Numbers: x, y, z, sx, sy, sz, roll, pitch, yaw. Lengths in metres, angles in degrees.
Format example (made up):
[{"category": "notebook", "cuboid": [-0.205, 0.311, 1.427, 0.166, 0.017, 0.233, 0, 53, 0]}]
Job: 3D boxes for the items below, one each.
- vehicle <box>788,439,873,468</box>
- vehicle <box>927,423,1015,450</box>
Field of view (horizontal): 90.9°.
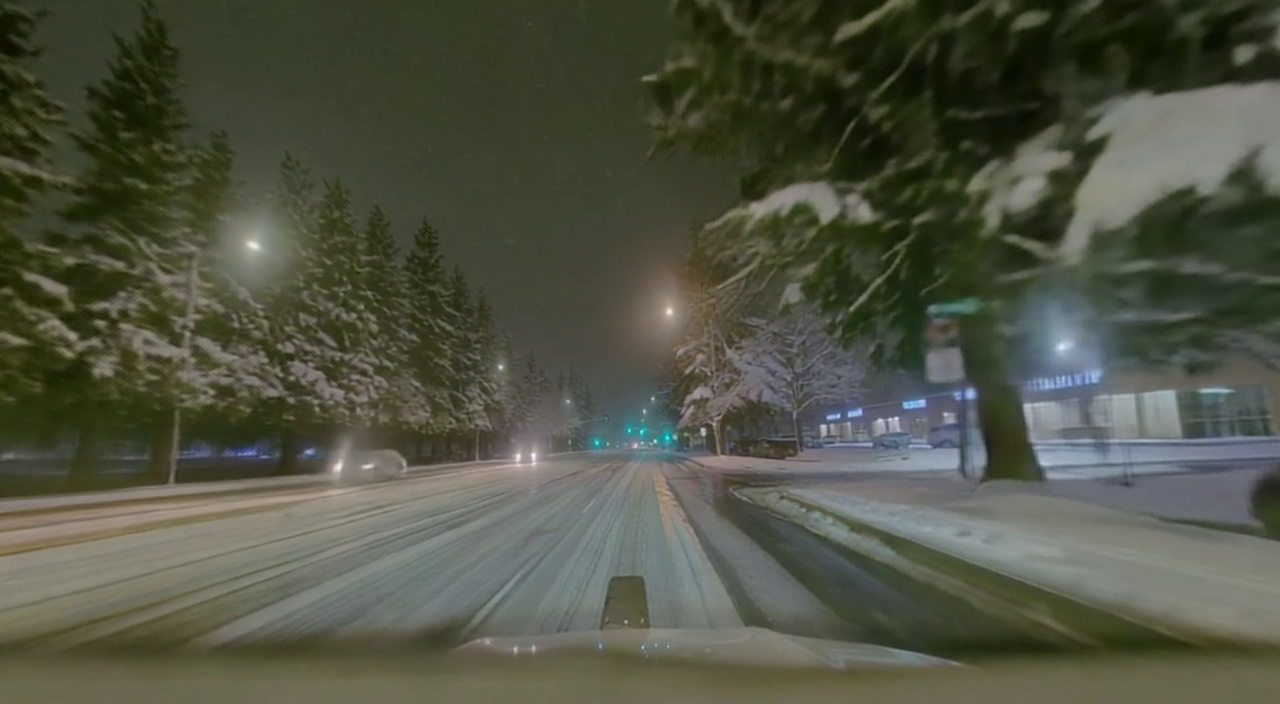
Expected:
[{"category": "vehicle", "cuboid": [11.225, 6.040, 37.393, 4.361, 1.462, 1.857, -3, -11, 1]}, {"category": "vehicle", "cuboid": [22.769, 5.831, 43.507, 4.759, 1.564, 2.117, -3, -7, 0]}]
